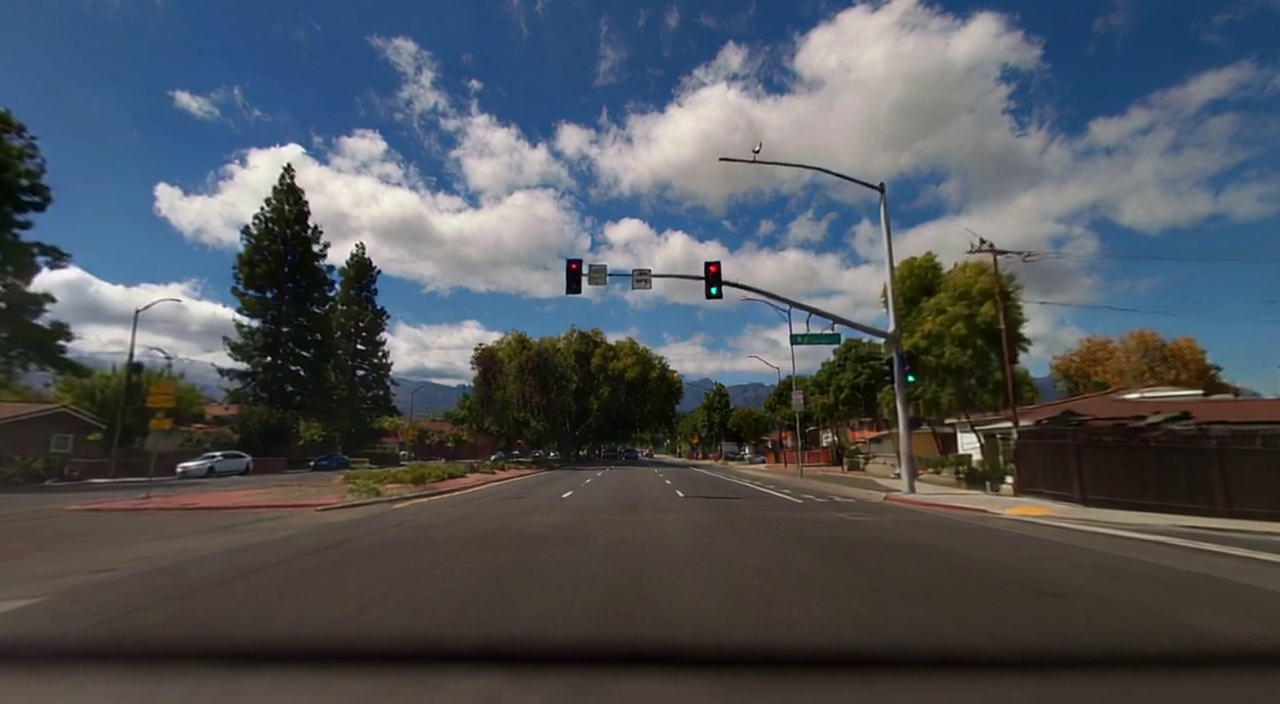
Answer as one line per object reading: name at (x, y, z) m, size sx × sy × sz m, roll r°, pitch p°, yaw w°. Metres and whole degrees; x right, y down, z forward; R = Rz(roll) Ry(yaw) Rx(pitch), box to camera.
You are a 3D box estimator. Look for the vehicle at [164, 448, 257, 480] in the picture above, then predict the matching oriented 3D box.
vehicle at (-25.203, 6.574, 37.318) m, size 1.908 × 1.719 × 4.972 m, roll 0°, pitch -9°, yaw 1°
